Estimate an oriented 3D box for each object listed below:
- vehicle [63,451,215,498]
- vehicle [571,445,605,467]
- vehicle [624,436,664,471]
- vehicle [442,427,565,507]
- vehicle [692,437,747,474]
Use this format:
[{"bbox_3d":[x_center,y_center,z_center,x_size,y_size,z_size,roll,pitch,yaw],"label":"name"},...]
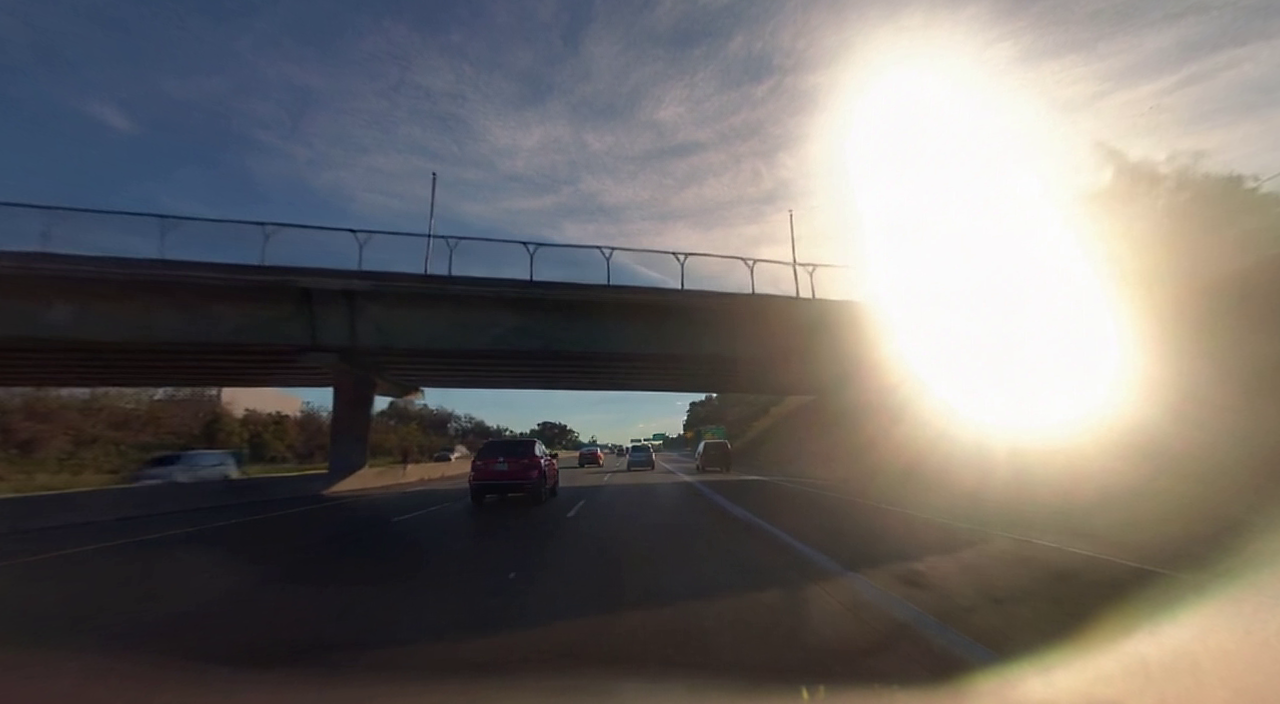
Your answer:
[{"bbox_3d":[-18.737,4.551,23.872,1.905,1.558,4.504,0,-9,3],"label":"vehicle"},{"bbox_3d":[-3.637,7.353,44.714,1.994,1.475,4.171,0,-9,0],"label":"vehicle"},{"bbox_3d":[0.199,5.856,36.510,2.155,1.909,4.529,0,-9,0],"label":"vehicle"},{"bbox_3d":[-3.279,2.879,16.180,2.089,1.751,4.515,0,-9,0],"label":"vehicle"},{"bbox_3d":[4.118,5.485,33.457,2.231,1.807,4.588,0,-9,-1],"label":"vehicle"}]
